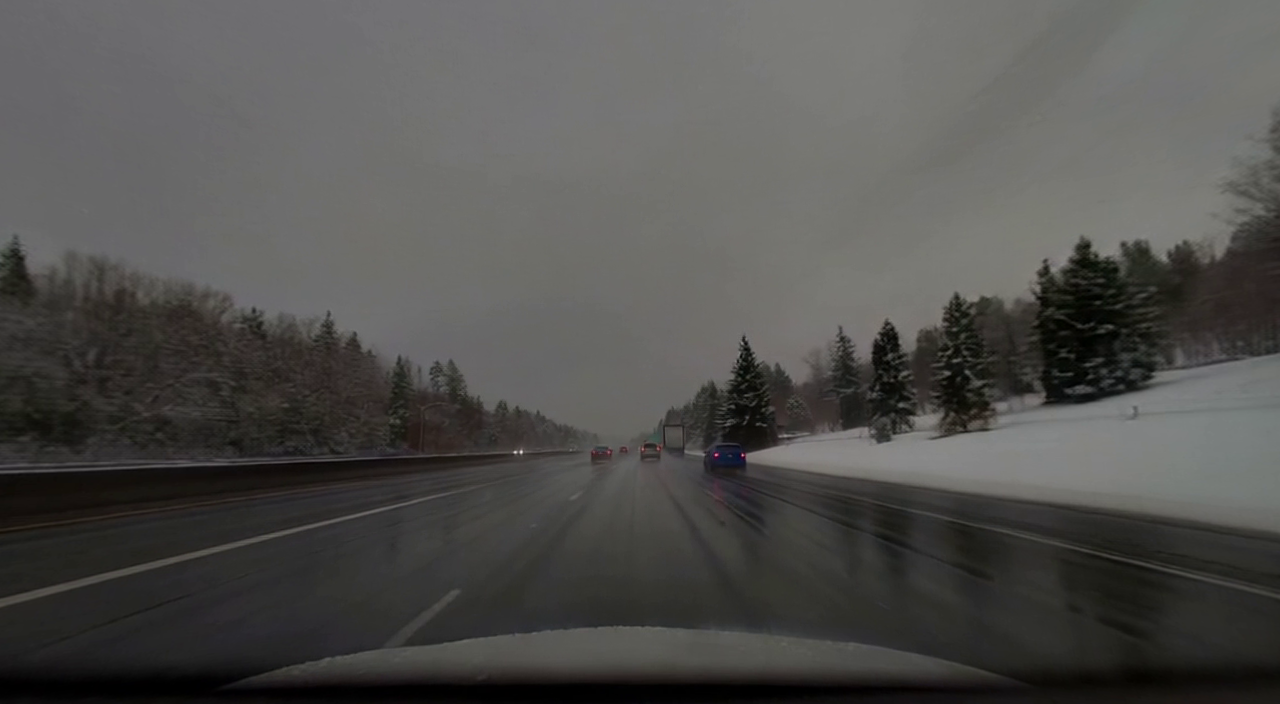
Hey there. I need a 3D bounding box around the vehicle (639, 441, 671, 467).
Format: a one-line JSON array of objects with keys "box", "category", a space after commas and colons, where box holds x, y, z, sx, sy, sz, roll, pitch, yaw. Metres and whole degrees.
[{"box": [1.050, 7.507, 46.487, 2.205, 1.785, 4.423, 0, -9, 0], "category": "vehicle"}]

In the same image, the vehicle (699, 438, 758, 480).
[{"box": [3.920, 4.849, 28.722, 2.082, 1.720, 4.393, 0, -9, 0], "category": "vehicle"}]

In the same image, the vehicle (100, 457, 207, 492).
[{"box": [-25.287, 6.334, 32.959, 1.917, 1.632, 4.412, 0, -9, 1], "category": "vehicle"}]
